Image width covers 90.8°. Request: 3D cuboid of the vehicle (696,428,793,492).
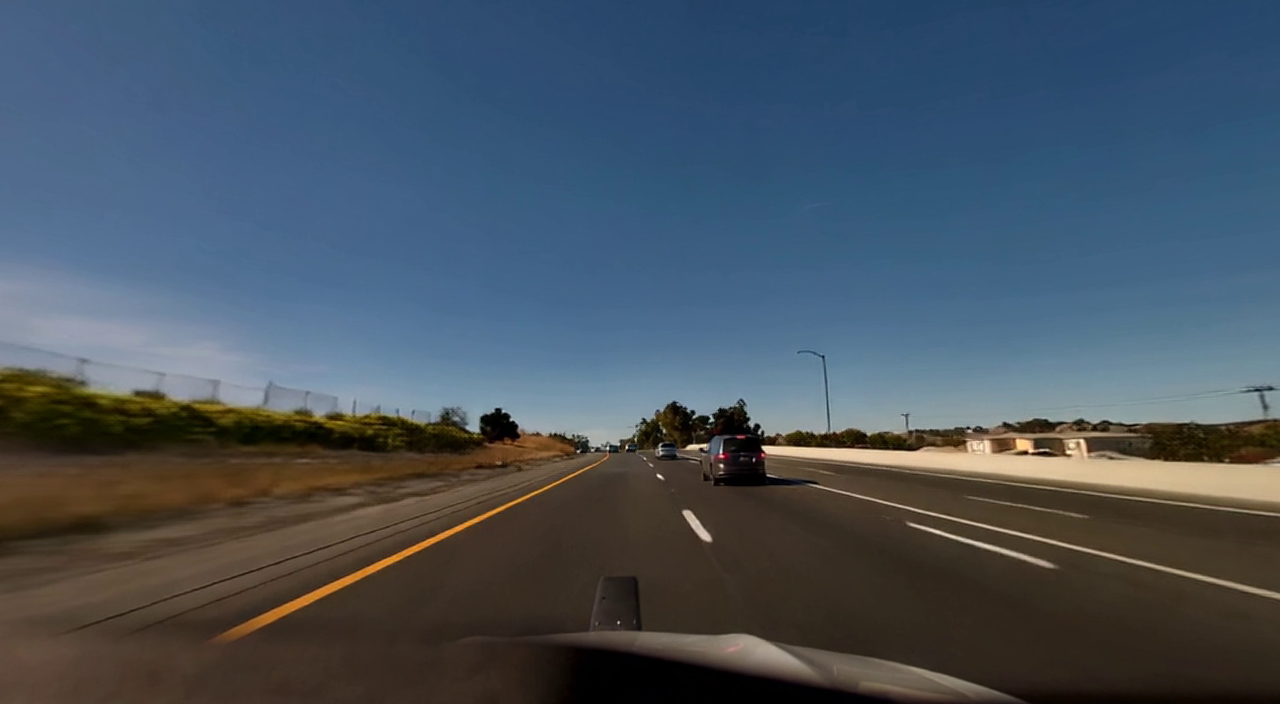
[{"bbox_3d":[3.152,3.408,20.283,2.141,1.785,4.778,0,-8,-2],"label":"vehicle"}]
